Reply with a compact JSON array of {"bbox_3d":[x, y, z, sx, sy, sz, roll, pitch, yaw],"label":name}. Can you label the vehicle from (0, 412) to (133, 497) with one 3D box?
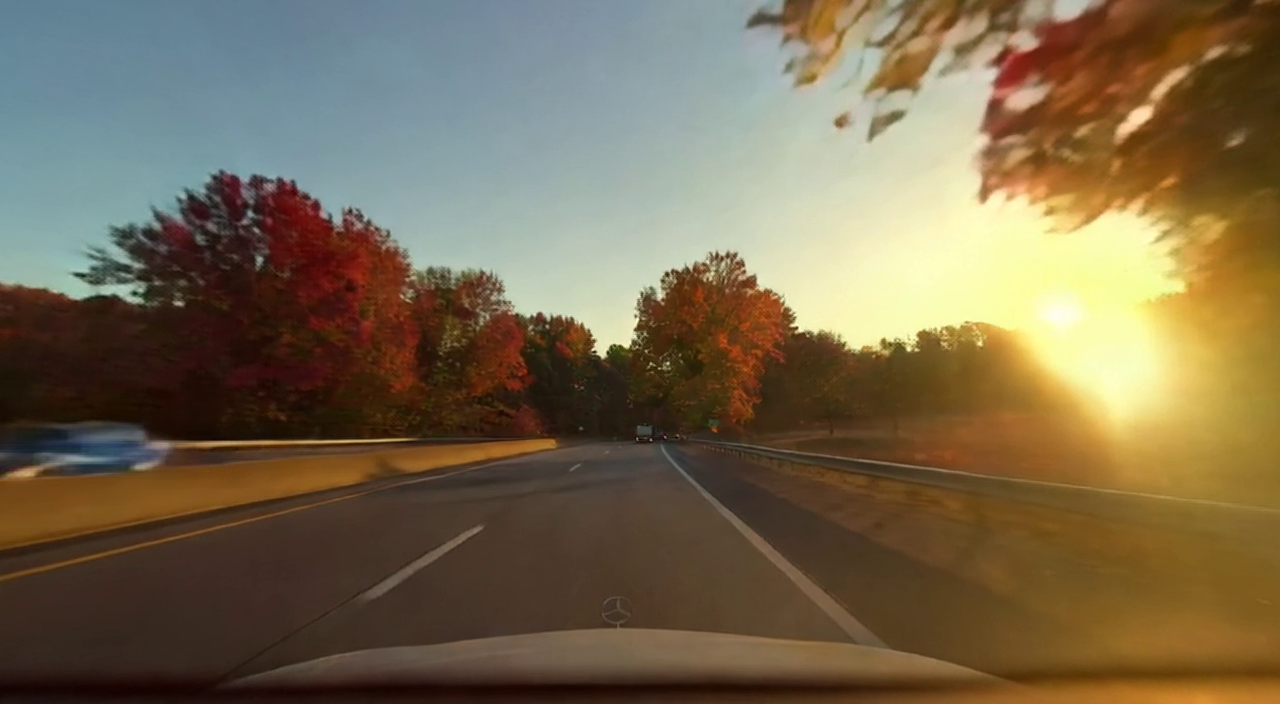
[{"bbox_3d":[-14.608,2.318,14.429,1.987,1.808,4.699,0,-8,0],"label":"vehicle"}]
